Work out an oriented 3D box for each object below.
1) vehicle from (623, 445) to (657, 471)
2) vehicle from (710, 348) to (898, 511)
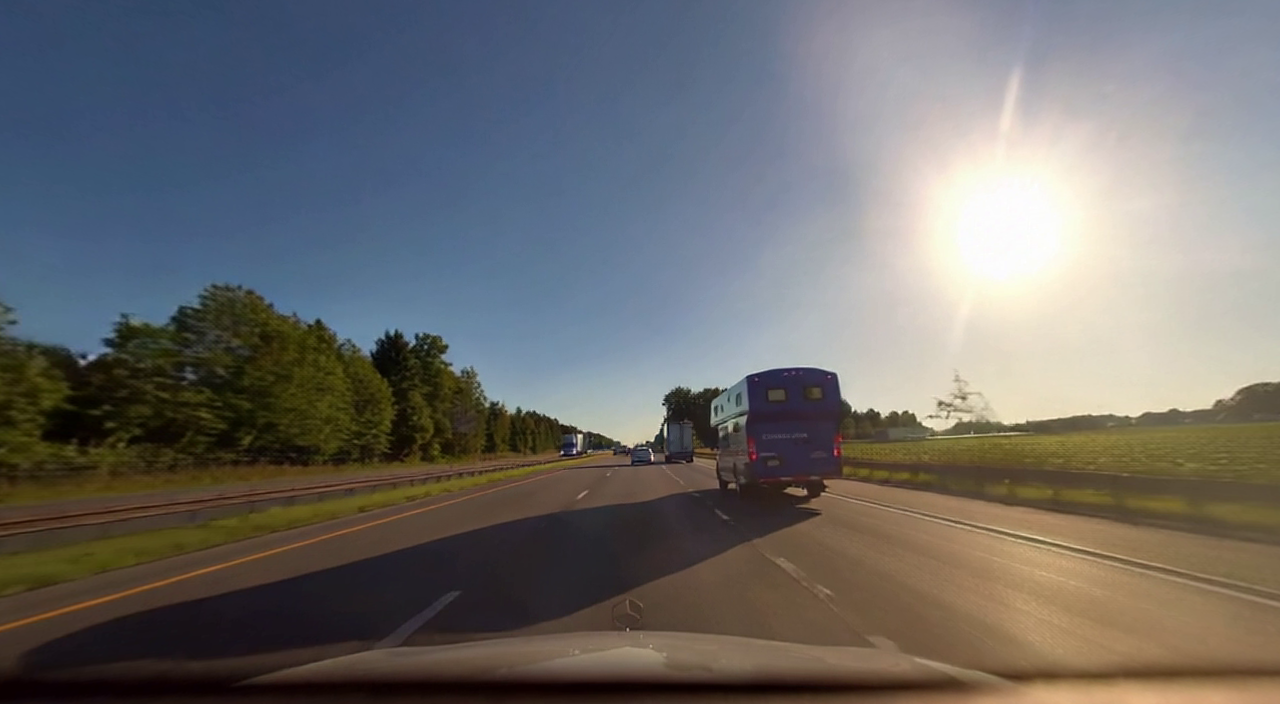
[{"bbox_3d":[0.028,7.098,42.279,2.151,1.678,3.923,0,-9,0],"label":"vehicle"},{"bbox_3d":[4.008,2.330,18.051,2.931,3.530,8.760,0,-9,0],"label":"vehicle"}]
